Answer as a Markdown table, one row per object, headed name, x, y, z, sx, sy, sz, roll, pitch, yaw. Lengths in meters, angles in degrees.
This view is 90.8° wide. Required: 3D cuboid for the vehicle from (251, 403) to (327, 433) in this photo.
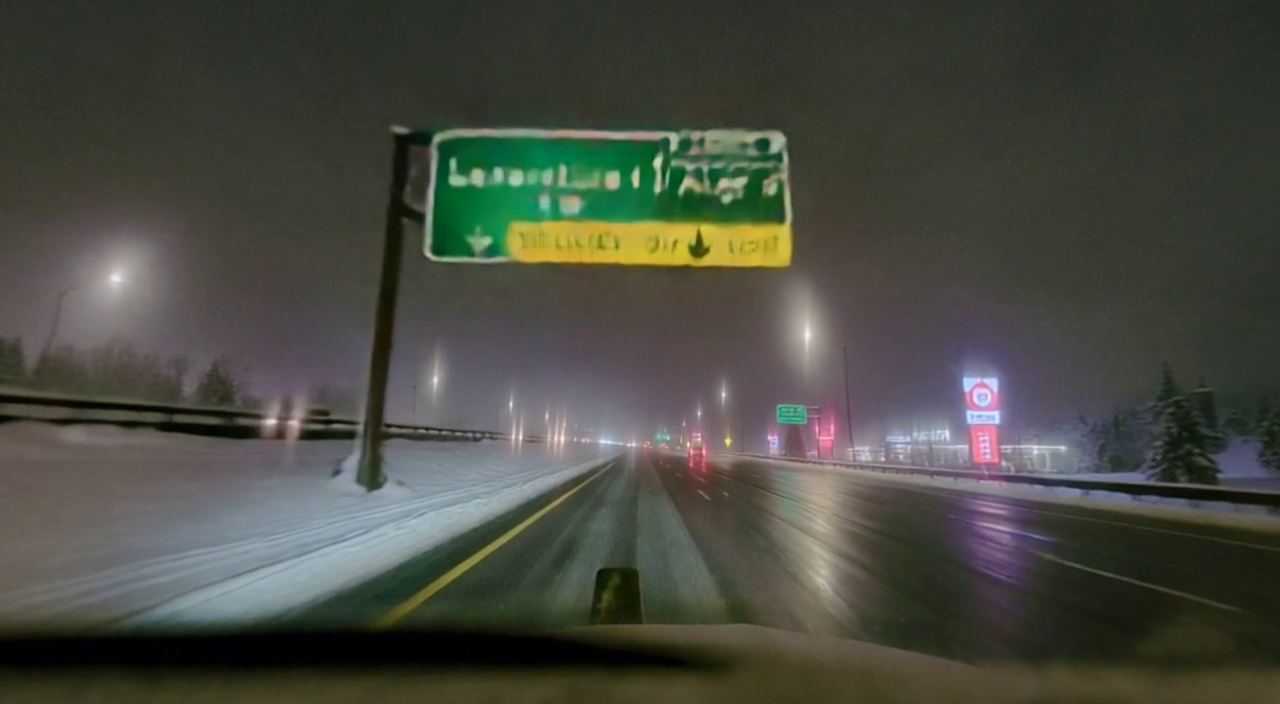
| name | x | y | z | sx | sy | sz | roll | pitch | yaw |
| --- | --- | --- | --- | --- | --- | --- | --- | --- | --- |
| vehicle | -20.846 | 4.005 | 37.709 | 1.865 | 1.546 | 4.501 | 0 | -8 | 1 |
